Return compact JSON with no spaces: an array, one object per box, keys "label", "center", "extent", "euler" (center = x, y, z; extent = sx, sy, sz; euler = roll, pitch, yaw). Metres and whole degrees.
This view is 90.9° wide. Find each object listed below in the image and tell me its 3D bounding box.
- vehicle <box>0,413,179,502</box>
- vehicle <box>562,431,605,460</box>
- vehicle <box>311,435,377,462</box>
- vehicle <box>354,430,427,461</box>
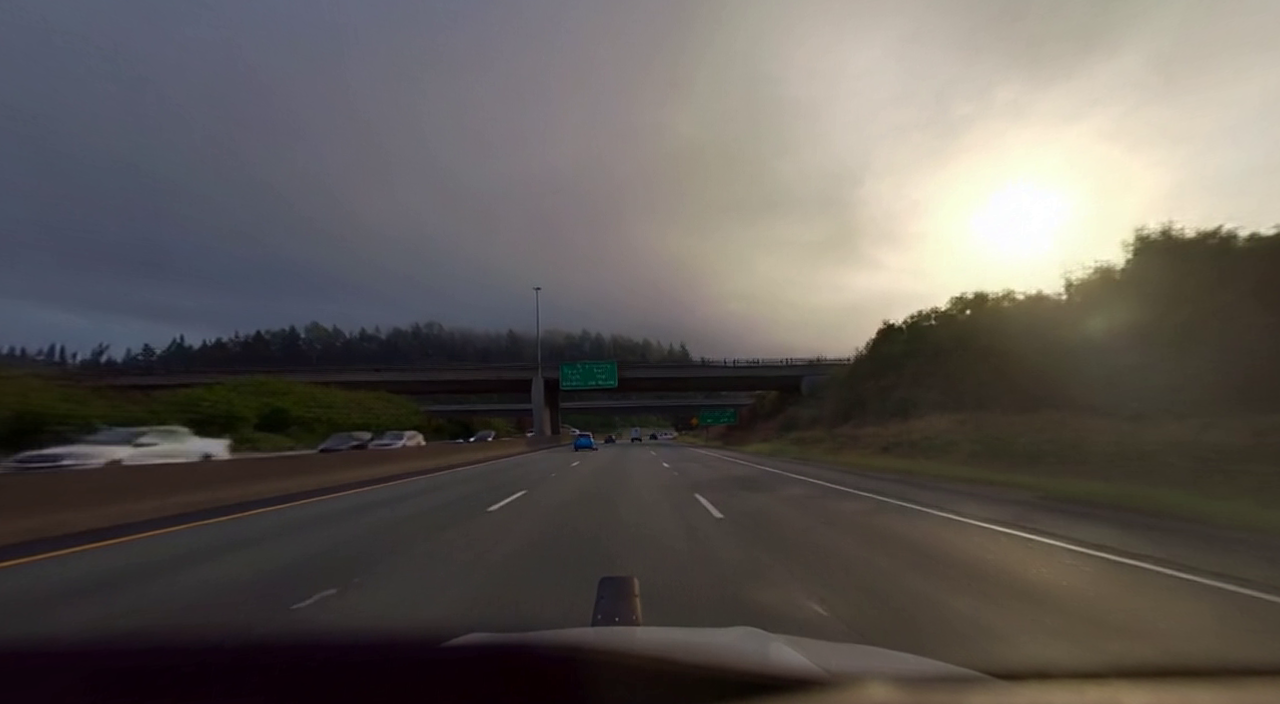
[{"label":"vehicle","center":[-13.114,2.285,14.042],"extent":[1.945,1.658,4.898],"euler":[0,-8,0]},{"label":"vehicle","center":[-3.323,5.582,37.838],"extent":[2.086,1.624,4.607],"euler":[0,-8,1]},{"label":"vehicle","center":[-17.542,5.728,37.549],"extent":[1.839,1.484,4.240],"euler":[0,-8,0]},{"label":"vehicle","center":[-13.624,5.115,34.761],"extent":[2.078,1.600,4.755],"euler":[0,-8,0]}]
